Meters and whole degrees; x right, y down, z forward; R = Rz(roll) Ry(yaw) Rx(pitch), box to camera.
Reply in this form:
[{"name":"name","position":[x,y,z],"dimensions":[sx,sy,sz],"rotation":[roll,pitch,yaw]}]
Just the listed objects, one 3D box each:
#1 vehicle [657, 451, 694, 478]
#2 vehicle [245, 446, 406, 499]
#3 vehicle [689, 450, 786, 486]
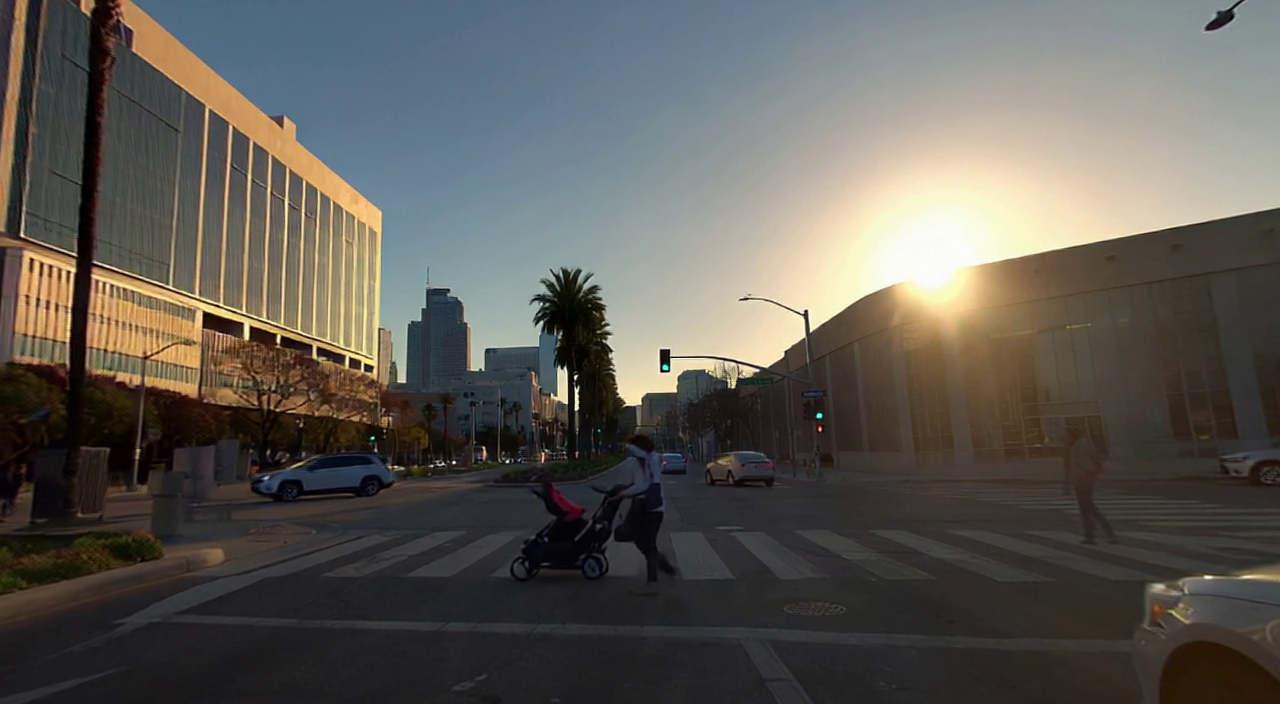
[{"name":"vehicle","position":[2.572,8.290,46.891],"dimensions":[2.325,1.810,4.827],"rotation":[0,-8,-1]},{"name":"vehicle","position":[-10.319,3.959,21.146],"dimensions":[4.499,1.594,1.898],"rotation":[3,-9,-18]},{"name":"vehicle","position":[4.468,5.364,29.539],"dimensions":[2.000,1.525,4.273],"rotation":[6,-10,-36]}]
